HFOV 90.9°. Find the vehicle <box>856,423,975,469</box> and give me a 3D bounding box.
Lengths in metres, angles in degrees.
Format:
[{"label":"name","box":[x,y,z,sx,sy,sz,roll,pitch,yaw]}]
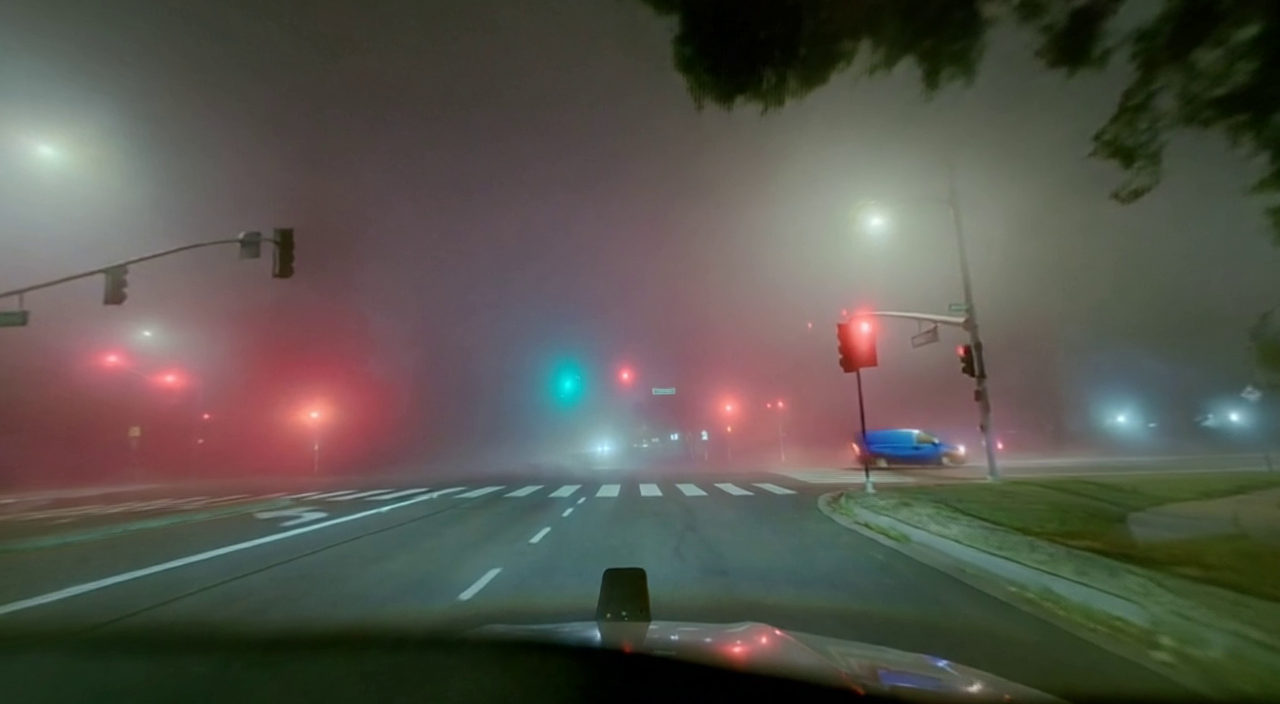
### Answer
[{"label":"vehicle","box":[12.296,4.262,28.465,4.536,1.965,1.780,-2,-9,11]}]
